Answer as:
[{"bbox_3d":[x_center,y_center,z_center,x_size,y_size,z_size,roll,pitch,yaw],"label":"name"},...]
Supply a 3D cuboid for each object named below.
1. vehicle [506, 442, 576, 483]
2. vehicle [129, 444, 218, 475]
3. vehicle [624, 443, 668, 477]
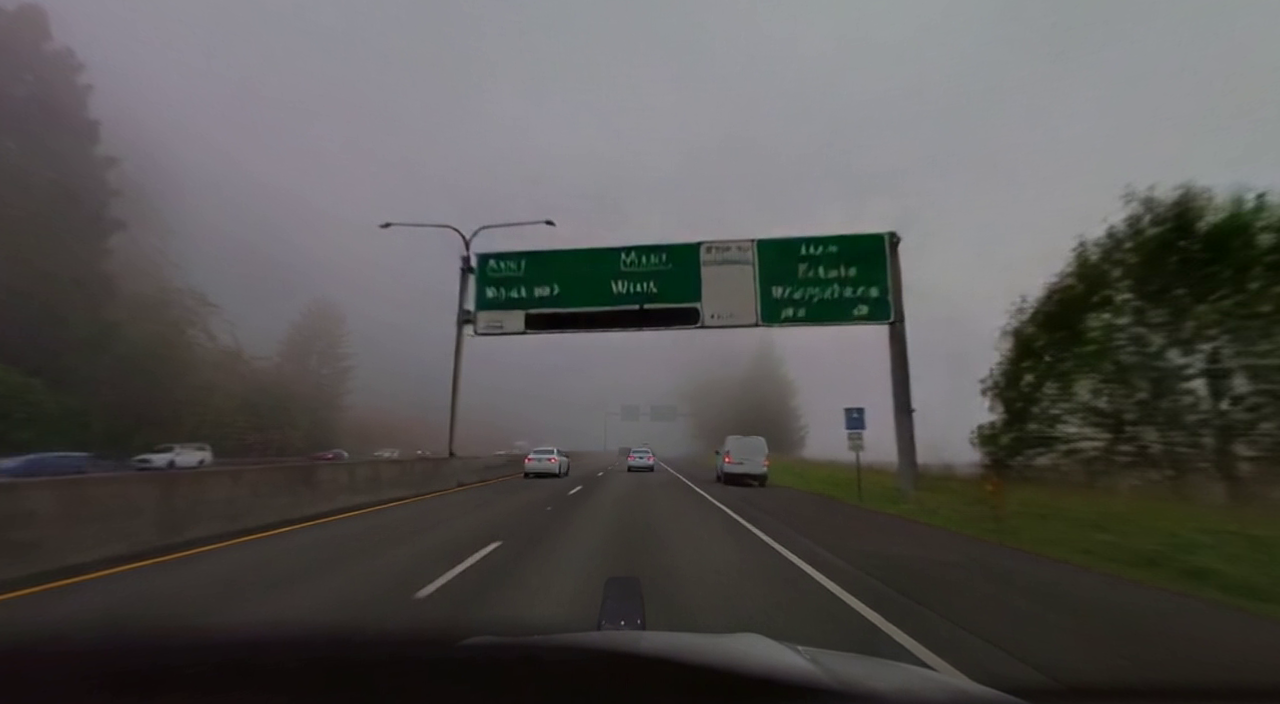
[{"bbox_3d":[-4.007,4.571,26.294,2.081,1.534,4.543,0,-9,1],"label":"vehicle"},{"bbox_3d":[-28.993,6.675,39.358,1.928,1.822,4.731,0,-9,0],"label":"vehicle"},{"bbox_3d":[0.283,5.047,29.560,1.960,1.456,3.818,0,-9,1],"label":"vehicle"}]
